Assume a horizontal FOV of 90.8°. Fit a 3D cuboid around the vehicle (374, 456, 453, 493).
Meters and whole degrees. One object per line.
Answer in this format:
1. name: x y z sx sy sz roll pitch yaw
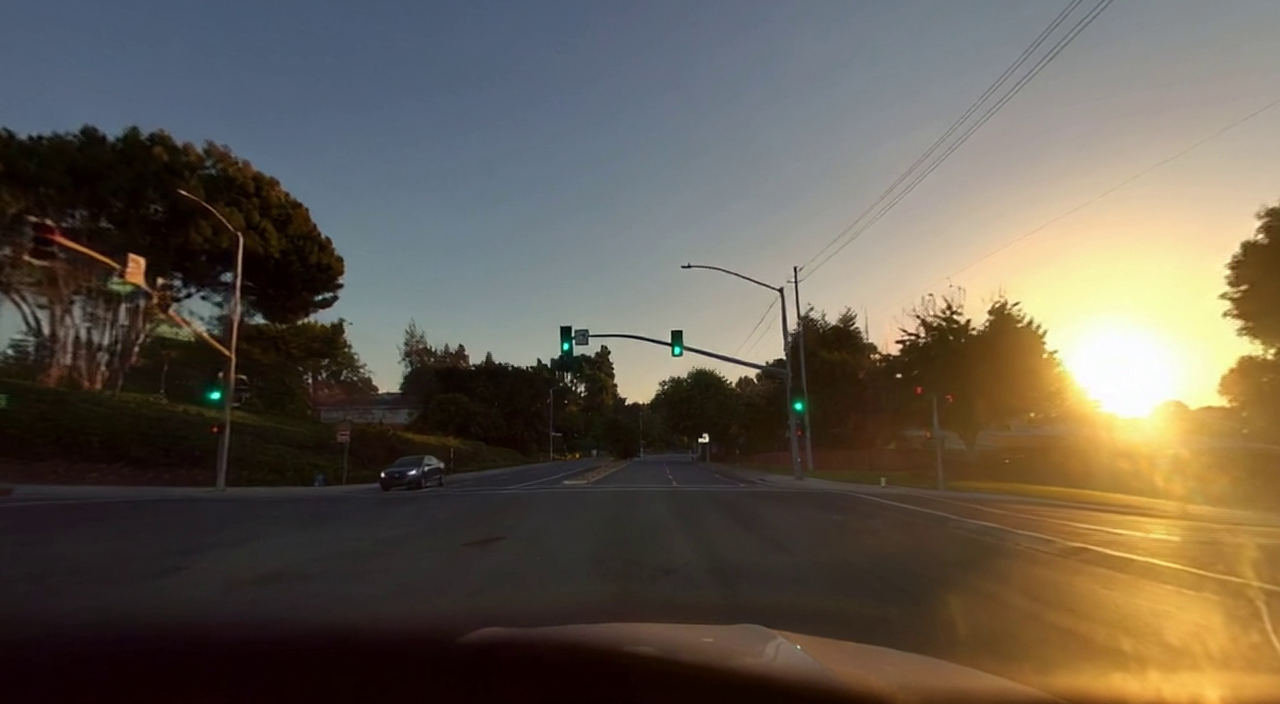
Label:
1. vehicle: -10.355 5.615 29.246 1.983 1.482 4.190 -1 -9 1
